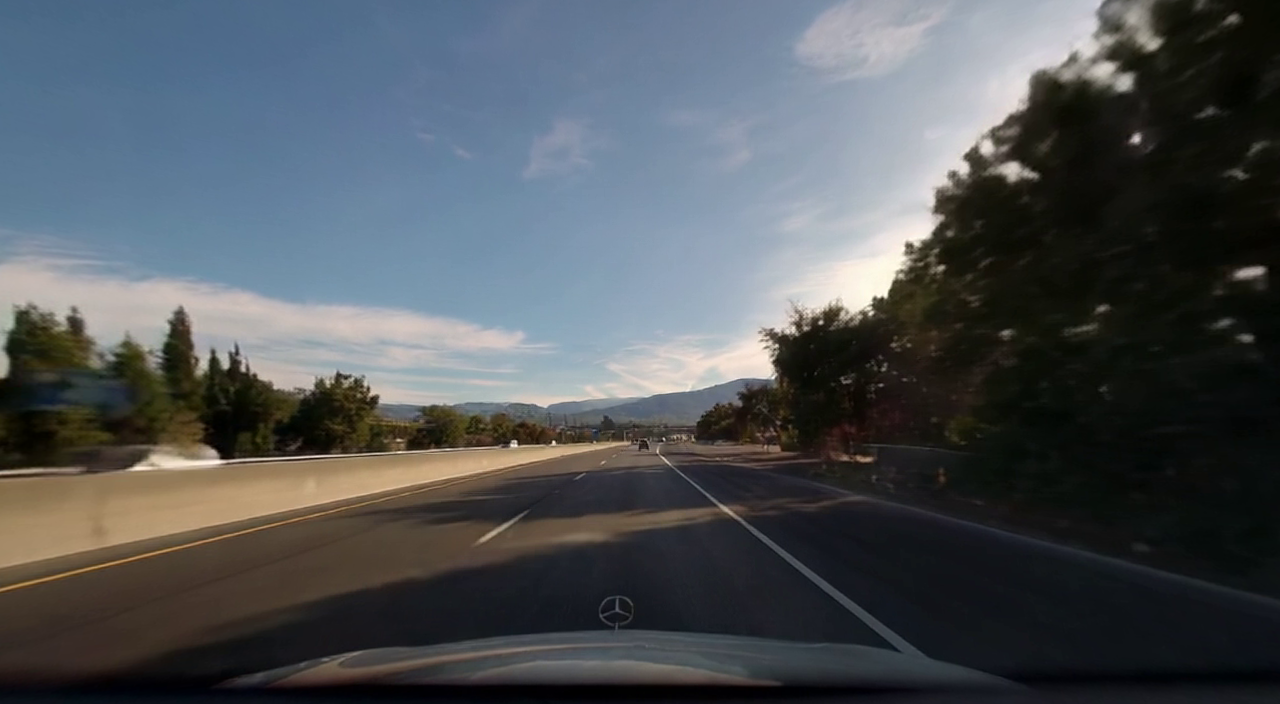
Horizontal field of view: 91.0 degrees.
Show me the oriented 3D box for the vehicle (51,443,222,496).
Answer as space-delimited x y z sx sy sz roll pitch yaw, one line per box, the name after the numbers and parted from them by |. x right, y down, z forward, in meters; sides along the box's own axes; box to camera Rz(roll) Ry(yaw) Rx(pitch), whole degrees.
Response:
-16.137 3.747 20.560 1.957 1.493 4.370 -1 -8 0 | vehicle
